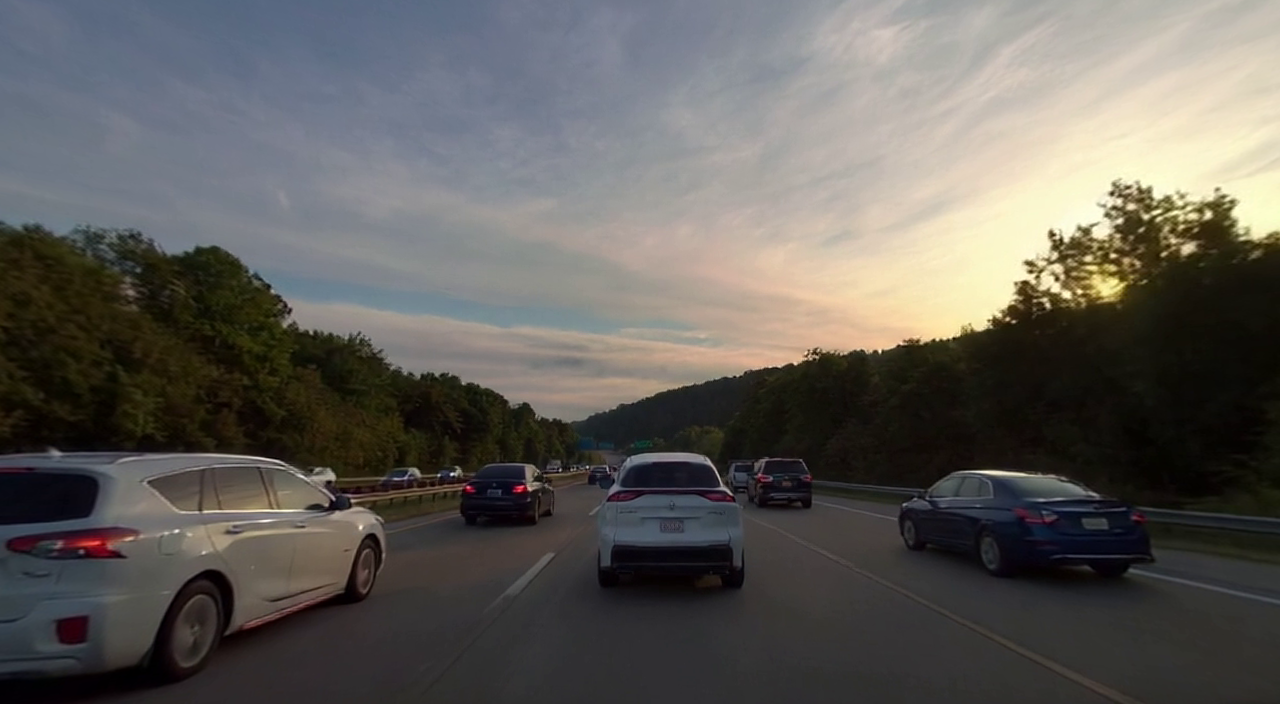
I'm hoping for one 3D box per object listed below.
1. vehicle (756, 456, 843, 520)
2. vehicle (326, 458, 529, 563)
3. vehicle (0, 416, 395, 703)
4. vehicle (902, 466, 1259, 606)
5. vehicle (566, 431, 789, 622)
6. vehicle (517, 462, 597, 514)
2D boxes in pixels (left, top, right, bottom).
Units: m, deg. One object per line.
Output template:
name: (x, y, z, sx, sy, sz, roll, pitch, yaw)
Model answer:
vehicle: (5.235, 4.504, 21.256, 1.984, 1.876, 4.287, 0, -11, 3)
vehicle: (-3.564, 2.777, 11.696, 1.960, 1.502, 4.593, 0, -11, 3)
vehicle: (-3.776, 1.431, 4.776, 1.994, 1.556, 4.263, 0, -11, 1)
vehicle: (5.651, 2.389, 9.021, 1.919, 1.437, 4.436, 1, -11, 1)
vehicle: (0.372, 2.007, 7.999, 2.057, 1.725, 4.126, 1, -11, 0)
vehicle: (-2.886, 4.876, 22.964, 2.014, 1.654, 4.254, 0, -11, 4)
